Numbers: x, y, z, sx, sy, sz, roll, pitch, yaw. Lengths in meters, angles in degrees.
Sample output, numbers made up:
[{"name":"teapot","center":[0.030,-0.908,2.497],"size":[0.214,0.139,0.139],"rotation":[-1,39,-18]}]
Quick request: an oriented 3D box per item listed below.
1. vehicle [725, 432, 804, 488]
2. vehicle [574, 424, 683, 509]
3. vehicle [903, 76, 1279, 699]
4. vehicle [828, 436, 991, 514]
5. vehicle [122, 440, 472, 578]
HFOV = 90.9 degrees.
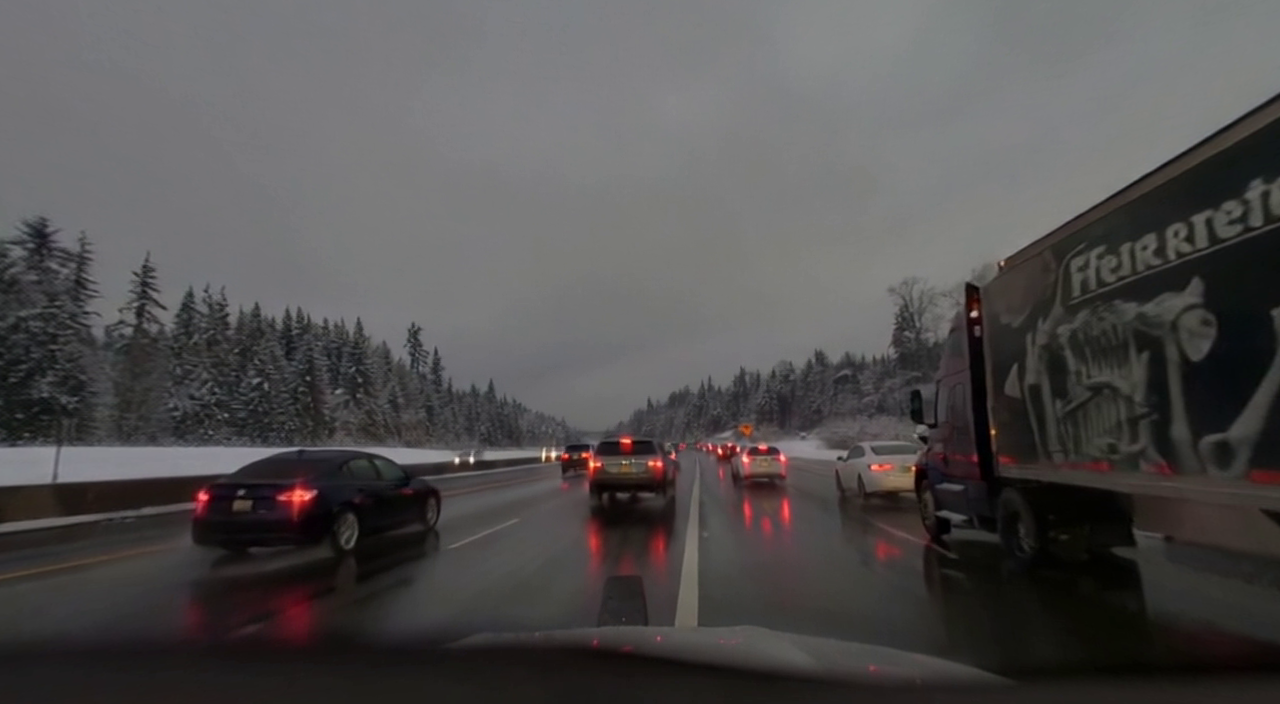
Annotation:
[{"name":"vehicle","center":[4.146,3.690,21.824],"size":[2.156,1.701,4.494],"rotation":[-1,-8,5]},{"name":"vehicle","center":[-0.112,2.813,15.966],"size":[2.153,1.805,4.631],"rotation":[-1,-8,6]},{"name":"vehicle","center":[4.926,0.323,4.222],"size":[2.987,3.212,9.311],"rotation":[-1,-8,5]},{"name":"vehicle","center":[5.817,2.678,14.321],"size":[2.053,1.473,4.383],"rotation":[-1,-8,4]},{"name":"vehicle","center":[-4.404,2.051,9.331],"size":[1.965,1.443,4.968],"rotation":[-2,-8,7]}]
